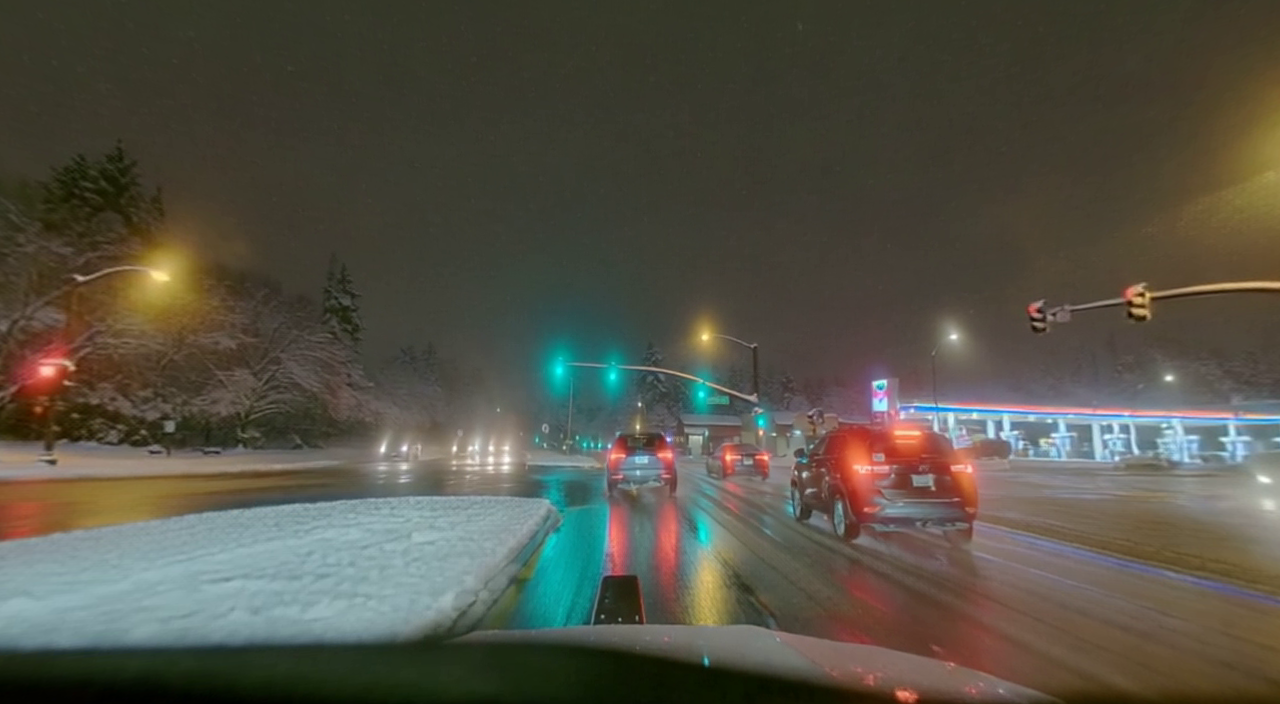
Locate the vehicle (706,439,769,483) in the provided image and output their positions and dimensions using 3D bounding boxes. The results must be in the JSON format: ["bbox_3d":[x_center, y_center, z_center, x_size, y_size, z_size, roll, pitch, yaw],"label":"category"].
[{"bbox_3d":[3.797,4.303,25.085,1.800,1.592,3.658,0,-8,-2],"label":"vehicle"}]

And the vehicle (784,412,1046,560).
[{"bbox_3d":[3.762,1.904,9.653,2.000,1.745,4.206,0,-8,-2],"label":"vehicle"}]

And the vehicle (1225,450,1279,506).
[{"bbox_3d":[18.975,3.662,18.674,2.057,1.473,4.462,-7,-11,40],"label":"vehicle"}]

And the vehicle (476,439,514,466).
[{"bbox_3d":[-9.722,6.749,42.446,1.992,1.755,4.283,1,-8,-7],"label":"vehicle"}]

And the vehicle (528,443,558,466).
[{"bbox_3d":[-6.865,7.236,44.687,1.987,1.505,4.337,1,-8,-8],"label":"vehicle"}]

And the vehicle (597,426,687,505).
[{"bbox_3d":[0.004,2.916,16.577,2.051,1.798,4.168,0,-8,-1],"label":"vehicle"}]
